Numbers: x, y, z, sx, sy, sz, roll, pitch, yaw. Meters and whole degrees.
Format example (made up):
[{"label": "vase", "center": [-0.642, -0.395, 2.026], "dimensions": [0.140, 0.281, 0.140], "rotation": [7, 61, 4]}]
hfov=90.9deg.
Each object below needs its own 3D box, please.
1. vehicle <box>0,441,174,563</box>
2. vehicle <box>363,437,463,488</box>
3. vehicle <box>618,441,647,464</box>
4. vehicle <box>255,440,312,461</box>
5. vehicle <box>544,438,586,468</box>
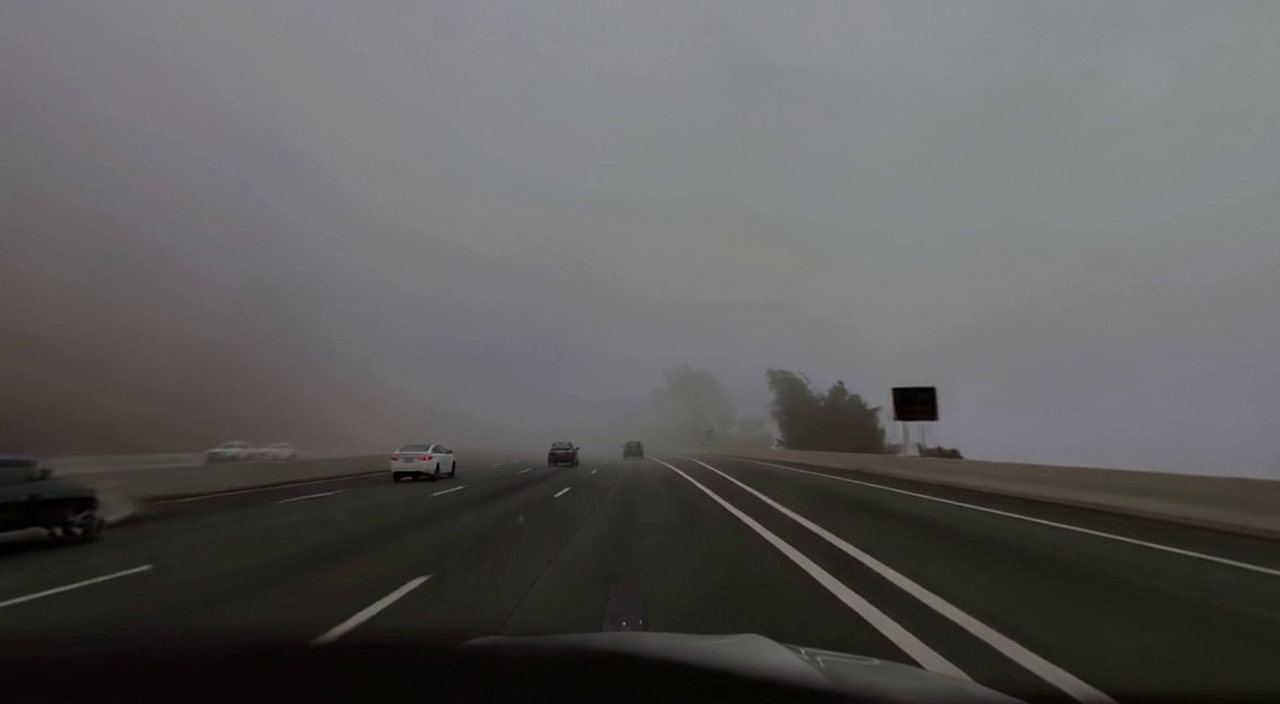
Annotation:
[{"label": "vehicle", "center": [-8.773, 1.886, 8.012], "dimensions": [1.935, 1.474, 5.033], "rotation": [0, -8, -1]}, {"label": "vehicle", "center": [-7.969, 3.910, 22.603], "dimensions": [2.086, 1.628, 4.039], "rotation": [0, -8, -1]}, {"label": "vehicle", "center": [-0.525, 6.764, 42.725], "dimensions": [1.881, 1.460, 3.694], "rotation": [0, -8, -1]}, {"label": "vehicle", "center": [-28.016, 7.767, 49.750], "dimensions": [1.943, 1.532, 4.580], "rotation": [0, -8, -2]}, {"label": "vehicle", "center": [-4.392, 5.954, 37.436], "dimensions": [1.991, 1.610, 4.606], "rotation": [0, -8, -1]}]
